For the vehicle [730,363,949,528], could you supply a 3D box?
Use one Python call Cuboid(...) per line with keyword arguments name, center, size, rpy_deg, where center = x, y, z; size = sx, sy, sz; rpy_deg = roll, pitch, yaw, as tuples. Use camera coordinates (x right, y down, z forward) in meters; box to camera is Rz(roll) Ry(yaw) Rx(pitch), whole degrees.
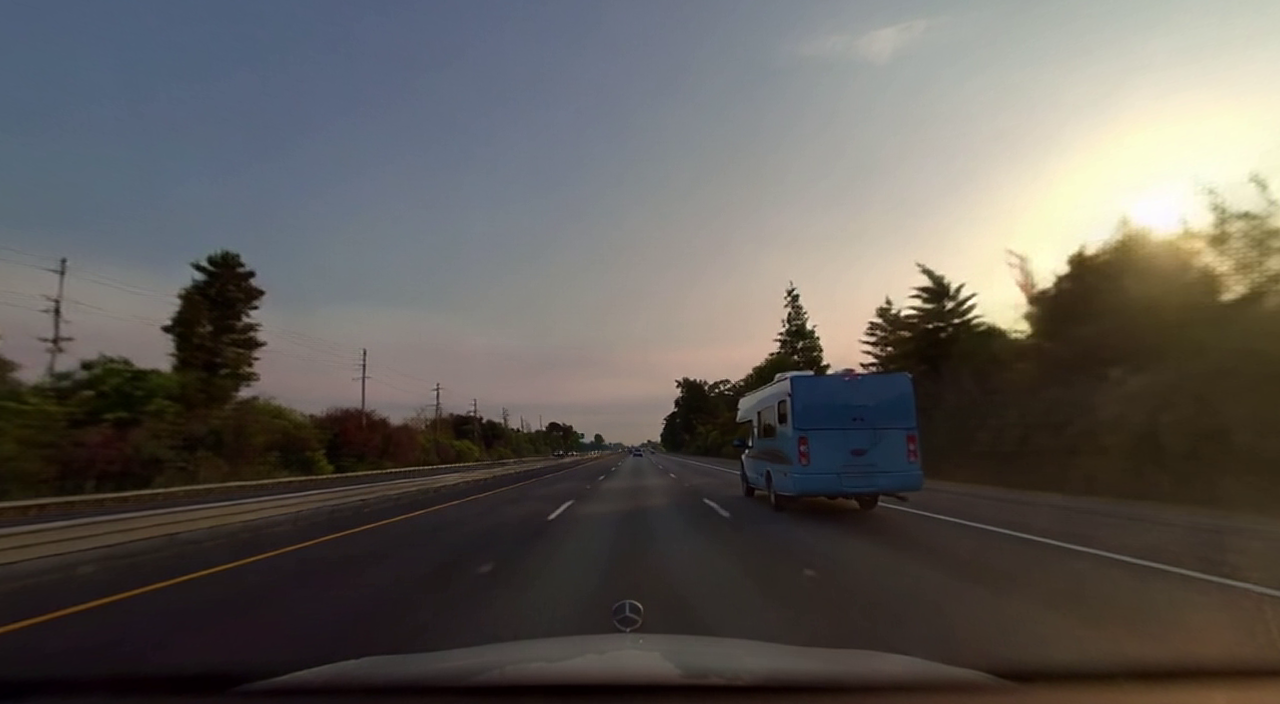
Cuboid(name="vehicle", center=(3.803, 2.047, 13.835), size=(2.556, 2.763, 6.287), rpy_deg=(0, -9, -1))
